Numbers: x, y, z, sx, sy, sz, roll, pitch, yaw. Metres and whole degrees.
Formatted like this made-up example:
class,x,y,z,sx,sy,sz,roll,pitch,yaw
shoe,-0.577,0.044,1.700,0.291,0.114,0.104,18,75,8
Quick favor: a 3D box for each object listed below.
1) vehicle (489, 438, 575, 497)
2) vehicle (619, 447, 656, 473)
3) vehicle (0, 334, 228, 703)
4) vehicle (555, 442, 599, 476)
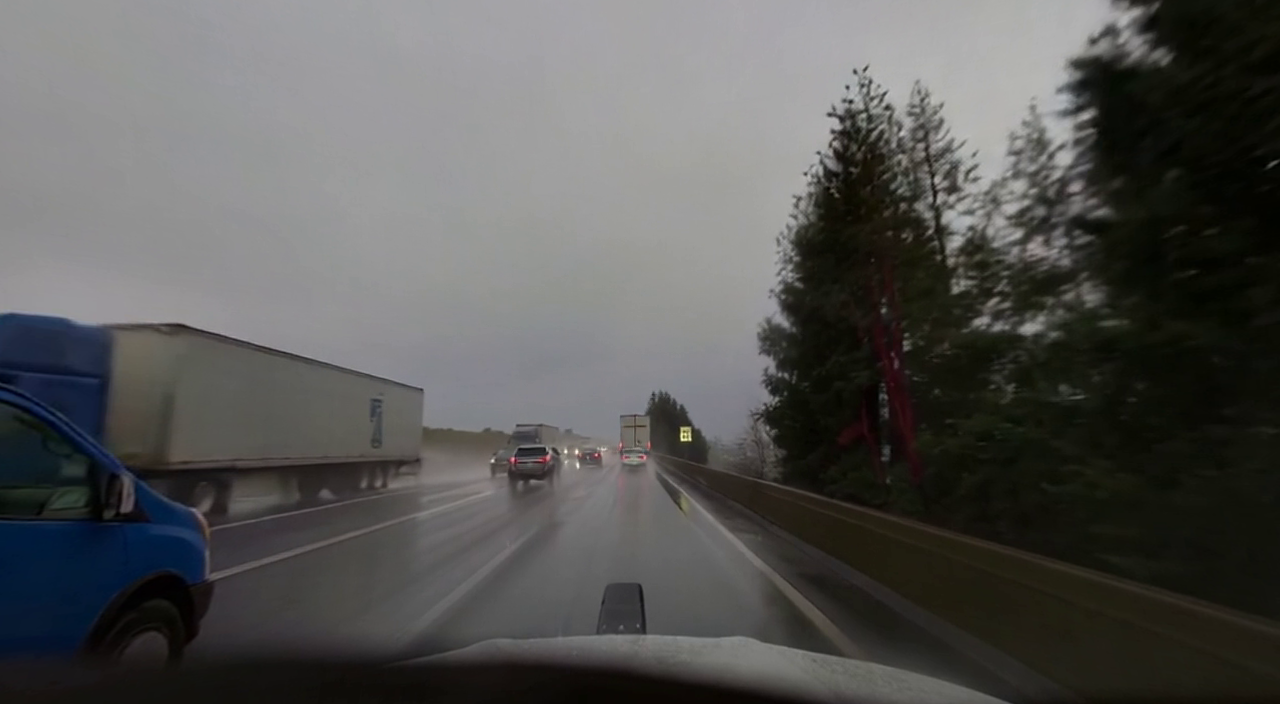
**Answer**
class,x,y,z,sx,sy,sz,roll,pitch,yaw
vehicle,-3.212,3.517,19.635,1.937,1.600,4.141,0,-9,0
vehicle,-0.171,6.326,37.171,2.095,1.393,3.908,0,-9,-1
vehicle,-3.154,0.617,0.840,2.117,1.688,4.582,0,-9,0
vehicle,-3.291,5.652,33.570,1.994,1.663,4.047,0,-9,-1
